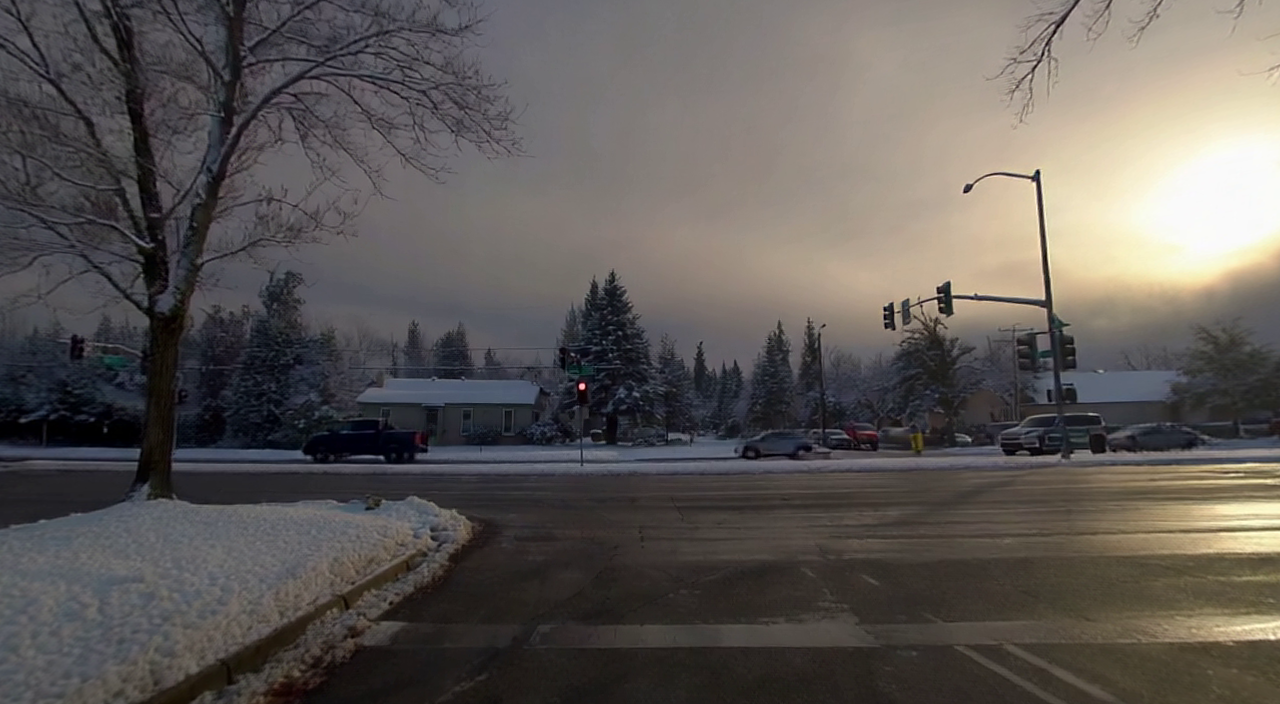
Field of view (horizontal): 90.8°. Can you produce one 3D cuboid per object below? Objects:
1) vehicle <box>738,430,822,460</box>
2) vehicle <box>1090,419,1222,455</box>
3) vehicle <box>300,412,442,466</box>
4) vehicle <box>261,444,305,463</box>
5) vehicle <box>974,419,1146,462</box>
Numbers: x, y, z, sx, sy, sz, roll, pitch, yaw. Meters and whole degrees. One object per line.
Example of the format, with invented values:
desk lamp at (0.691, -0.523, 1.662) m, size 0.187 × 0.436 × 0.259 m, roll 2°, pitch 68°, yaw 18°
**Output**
vehicle at (7.652, 5.141, 34.876) m, size 4.370 × 1.592 × 1.886 m, roll -2°, pitch -9°, yaw 10°
vehicle at (25.496, 4.237, 31.383) m, size 4.590 × 1.701 × 1.881 m, roll -2°, pitch -9°, yaw 11°
vehicle at (-16.771, 5.466, 39.602) m, size 7.790 × 3.197 × 2.653 m, roll -2°, pitch -9°, yaw 10°
vehicle at (-27.973, 7.917, 49.623) m, size 2.235 × 1.417 × 4.272 m, roll 3°, pitch -9°, yaw -20°
vehicle at (15.066, 3.214, 22.924) m, size 4.749 × 1.461 × 1.892 m, roll -1°, pitch -9°, yaw 9°
